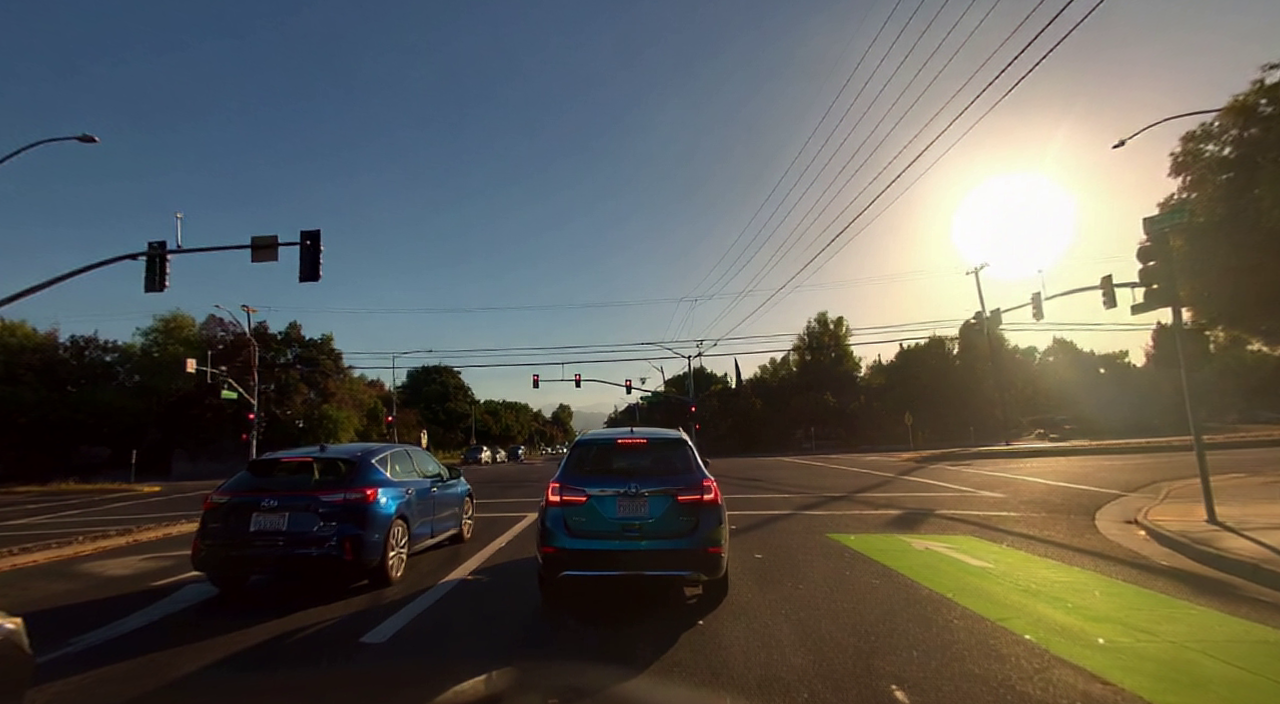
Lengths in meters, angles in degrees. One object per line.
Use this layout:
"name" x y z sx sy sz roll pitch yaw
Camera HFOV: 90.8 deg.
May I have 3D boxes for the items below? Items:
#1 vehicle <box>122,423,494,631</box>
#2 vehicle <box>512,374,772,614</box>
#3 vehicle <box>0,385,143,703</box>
"vehicle" -2.915 1.613 6.660 1.726 1.506 3.840 0 -10 1
"vehicle" -0.020 1.554 7.666 2.036 1.885 5.196 0 -10 -1
"vehicle" -3.472 0.592 0.329 2.138 1.488 5.327 0 -8 0
